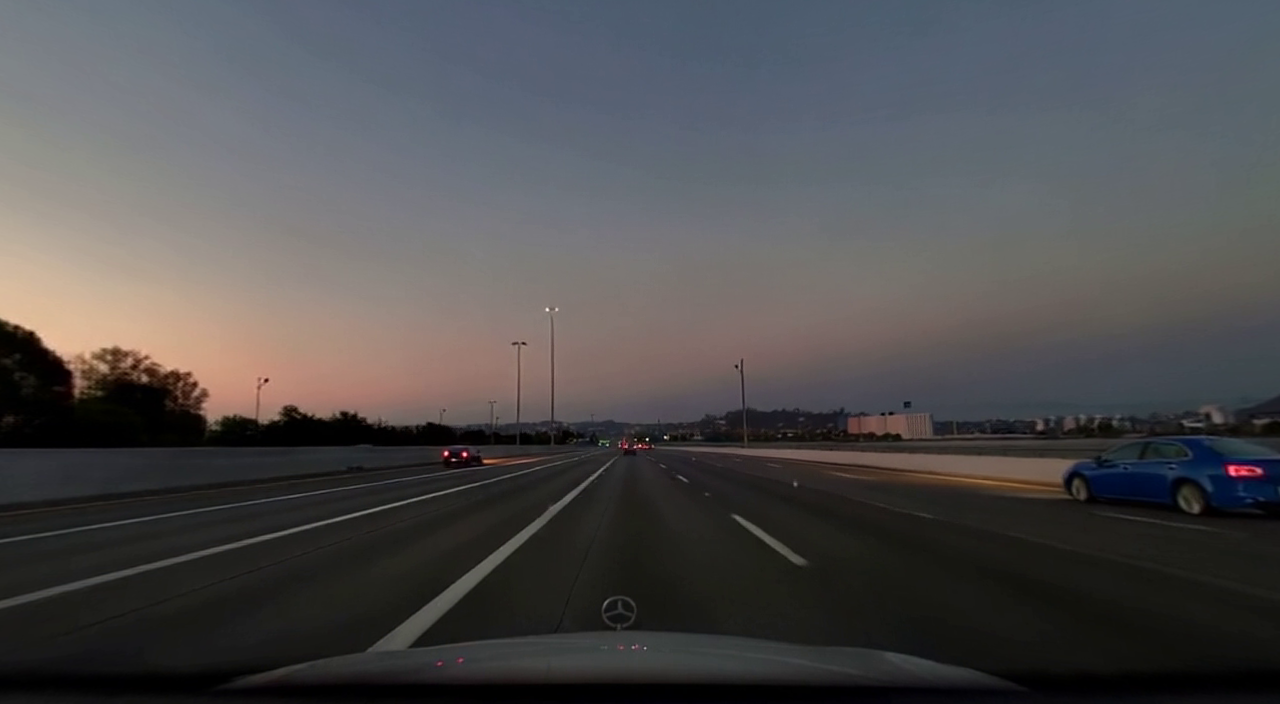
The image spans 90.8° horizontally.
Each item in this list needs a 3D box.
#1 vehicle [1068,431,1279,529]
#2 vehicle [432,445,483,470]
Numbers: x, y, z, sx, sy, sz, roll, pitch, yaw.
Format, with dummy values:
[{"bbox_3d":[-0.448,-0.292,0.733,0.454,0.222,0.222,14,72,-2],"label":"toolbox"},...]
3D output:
[{"bbox_3d":[10.711,2.287,11.963,1.985,1.493,4.486,0,-8,-1],"label":"vehicle"},{"bbox_3d":[-11.412,6.601,39.835,1.921,1.452,4.429,0,-8,0],"label":"vehicle"}]
